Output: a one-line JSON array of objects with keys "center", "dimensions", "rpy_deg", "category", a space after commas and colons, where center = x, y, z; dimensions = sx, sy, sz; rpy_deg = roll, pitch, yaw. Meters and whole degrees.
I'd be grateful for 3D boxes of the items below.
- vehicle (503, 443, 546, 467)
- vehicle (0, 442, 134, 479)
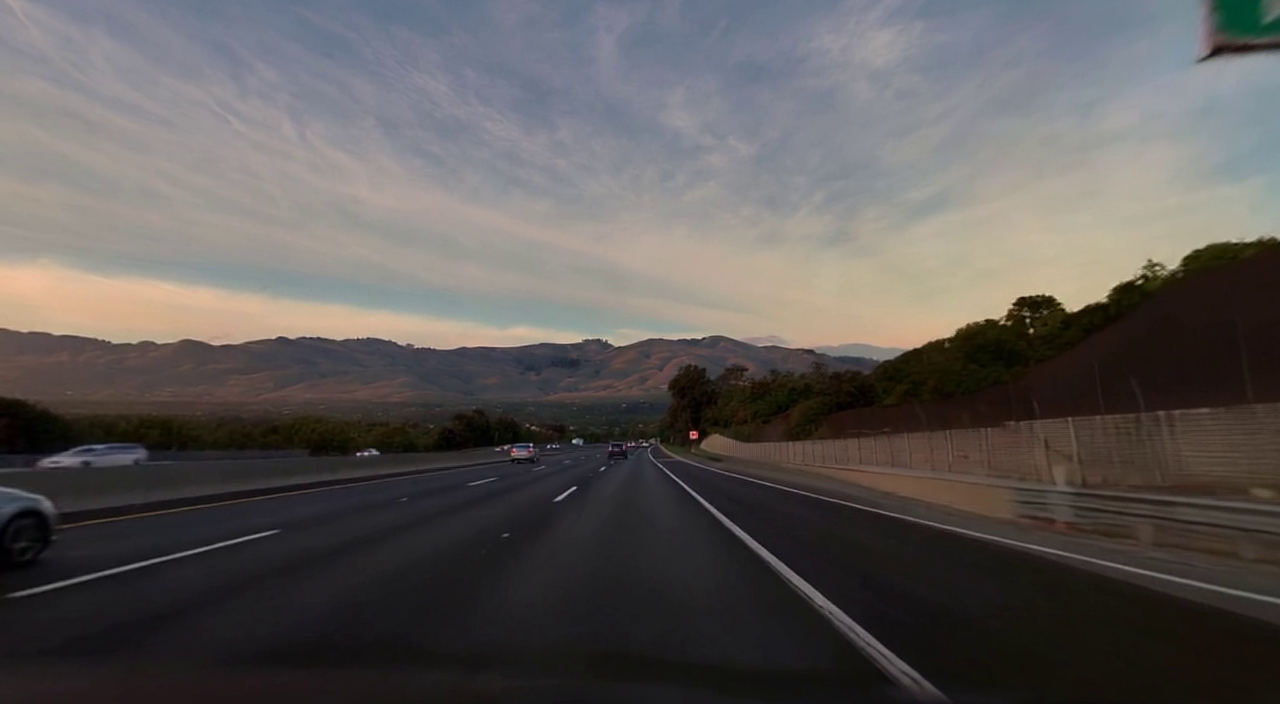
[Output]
[{"center": [-7.541, 6.734, 41.522], "dimensions": [1.930, 1.508, 4.567], "rpy_deg": [0, -9, 0], "category": "vehicle"}, {"center": [-32.693, 6.161, 36.321], "dimensions": [2.272, 1.952, 5.897], "rpy_deg": [0, -8, 0], "category": "vehicle"}]
